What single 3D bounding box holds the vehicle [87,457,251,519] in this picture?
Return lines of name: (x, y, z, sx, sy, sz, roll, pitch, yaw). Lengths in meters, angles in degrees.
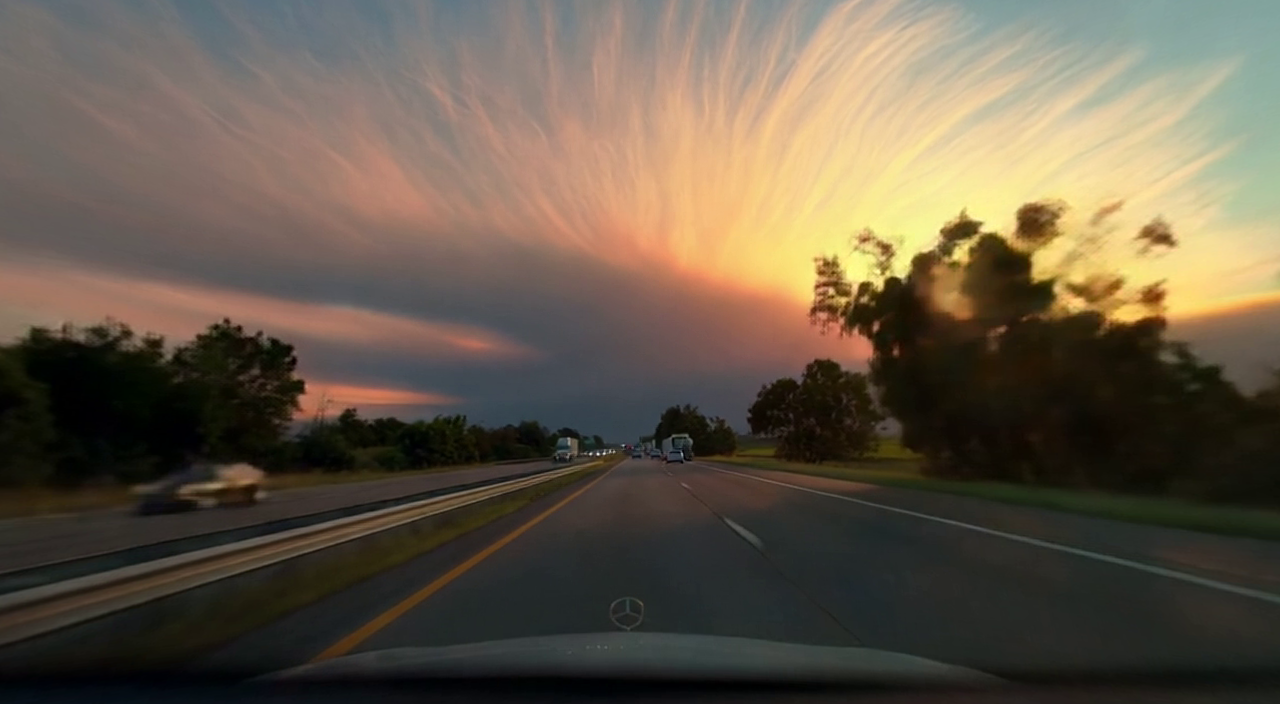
vehicle: (-13.277, 3.822, 18.111, 1.720, 1.497, 3.857, 0, -9, 0)
